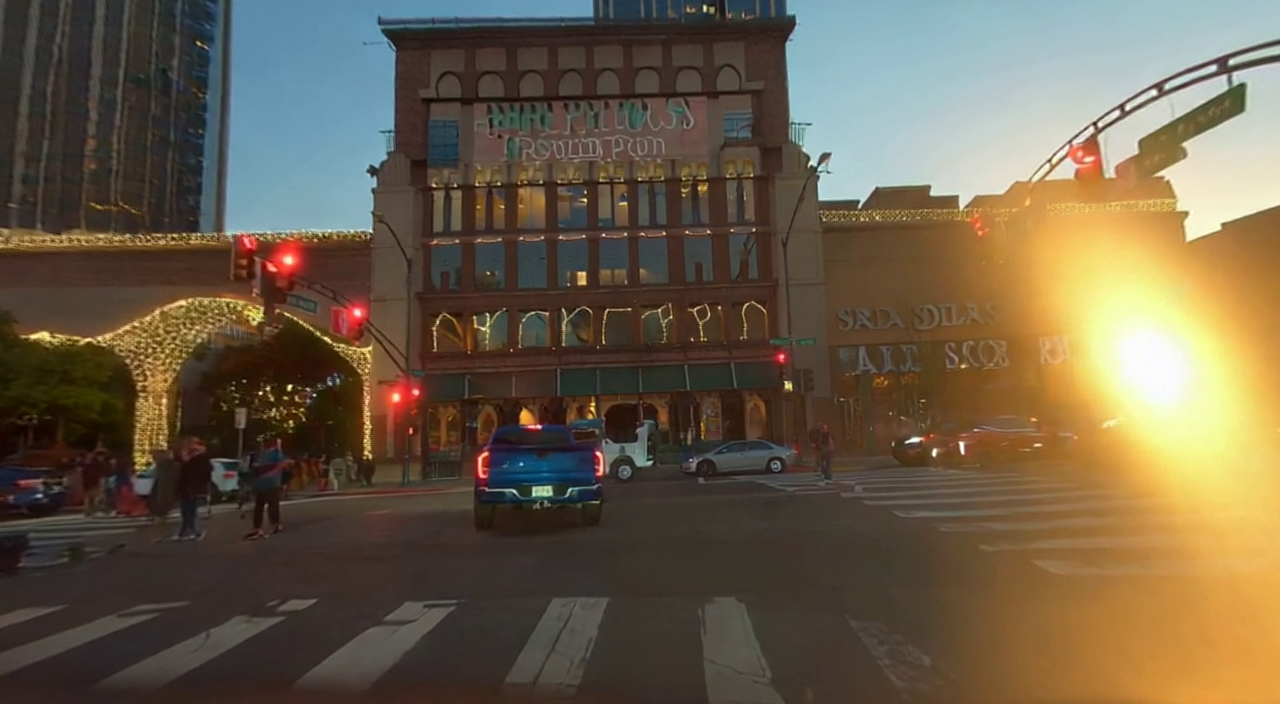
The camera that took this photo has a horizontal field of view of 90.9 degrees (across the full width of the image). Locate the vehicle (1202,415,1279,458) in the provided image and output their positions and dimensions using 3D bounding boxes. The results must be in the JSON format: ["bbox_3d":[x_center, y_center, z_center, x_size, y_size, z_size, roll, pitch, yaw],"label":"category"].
[{"bbox_3d":[25.748,3.474,25.759,3.662,1.666,1.937,0,-8,-1],"label":"vehicle"}]

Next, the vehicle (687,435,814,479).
[{"bbox_3d":[4.108,3.995,24.082,4.515,1.583,1.920,0,-8,3],"label":"vehicle"}]

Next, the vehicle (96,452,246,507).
[{"bbox_3d":[-18.833,5.113,25.479,4.398,2.057,1.959,0,-8,-1],"label":"vehicle"}]

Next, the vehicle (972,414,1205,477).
[{"bbox_3d":[11.461,2.418,16.361,4.600,1.506,1.878,0,-8,-2],"label":"vehicle"}]

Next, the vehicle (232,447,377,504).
[{"bbox_3d":[-13.456,4.942,25.478,4.799,1.909,2.011,-3,-7,2],"label":"vehicle"}]

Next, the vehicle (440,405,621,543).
[{"bbox_3d":[-2.434,2.232,12.336,2.477,2.020,5.534,3,-9,-20],"label":"vehicle"}]

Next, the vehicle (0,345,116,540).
[{"bbox_3d":[-22.259,2.386,16.537,13.729,4.662,3.300,0,-8,0],"label":"vehicle"}]
